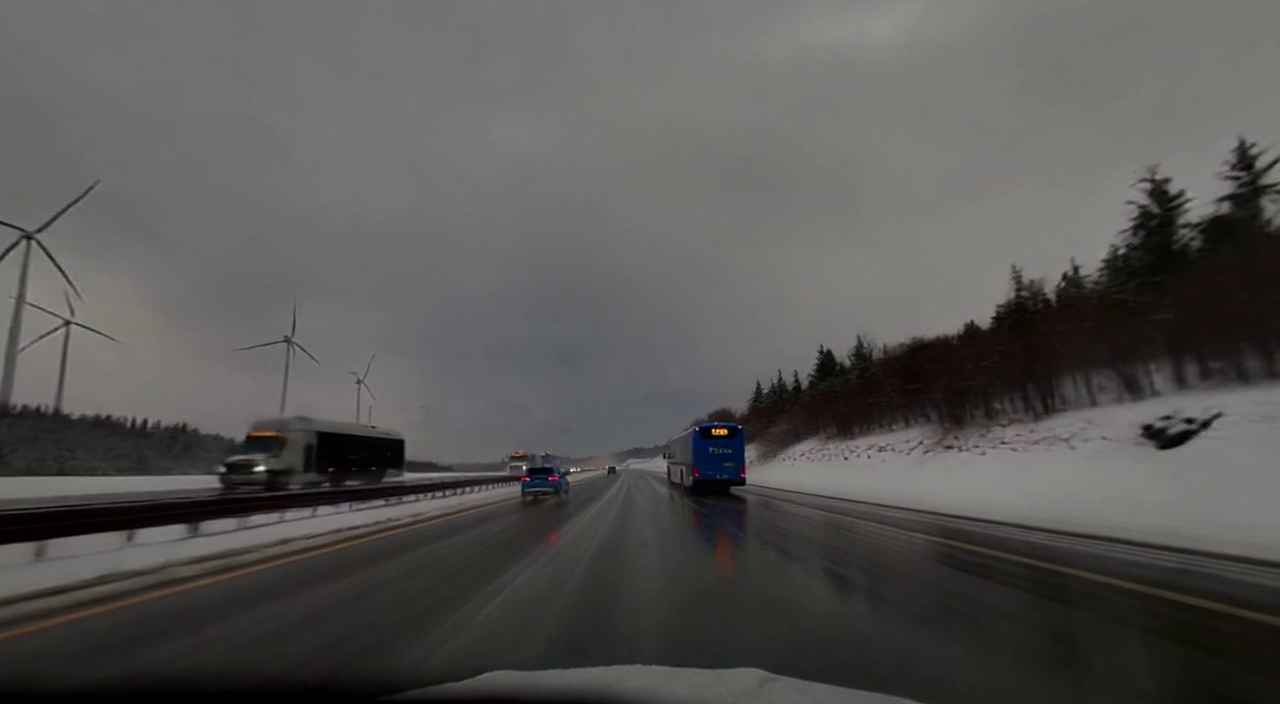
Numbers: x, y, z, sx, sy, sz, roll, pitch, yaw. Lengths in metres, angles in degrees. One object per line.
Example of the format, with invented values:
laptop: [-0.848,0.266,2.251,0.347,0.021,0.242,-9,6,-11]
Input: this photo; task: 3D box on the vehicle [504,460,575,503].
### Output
vehicle: [-3.988,5.230,25.693,2.213,1.568,4.274,1,-10,-1]

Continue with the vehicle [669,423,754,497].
vehicle: [3.819,6.634,38.179,2.941,3.574,14.463,1,-10,-2]

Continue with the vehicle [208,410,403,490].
vehicle: [-19.288,6.274,38.817,3.201,3.814,16.570,1,-10,-1]
